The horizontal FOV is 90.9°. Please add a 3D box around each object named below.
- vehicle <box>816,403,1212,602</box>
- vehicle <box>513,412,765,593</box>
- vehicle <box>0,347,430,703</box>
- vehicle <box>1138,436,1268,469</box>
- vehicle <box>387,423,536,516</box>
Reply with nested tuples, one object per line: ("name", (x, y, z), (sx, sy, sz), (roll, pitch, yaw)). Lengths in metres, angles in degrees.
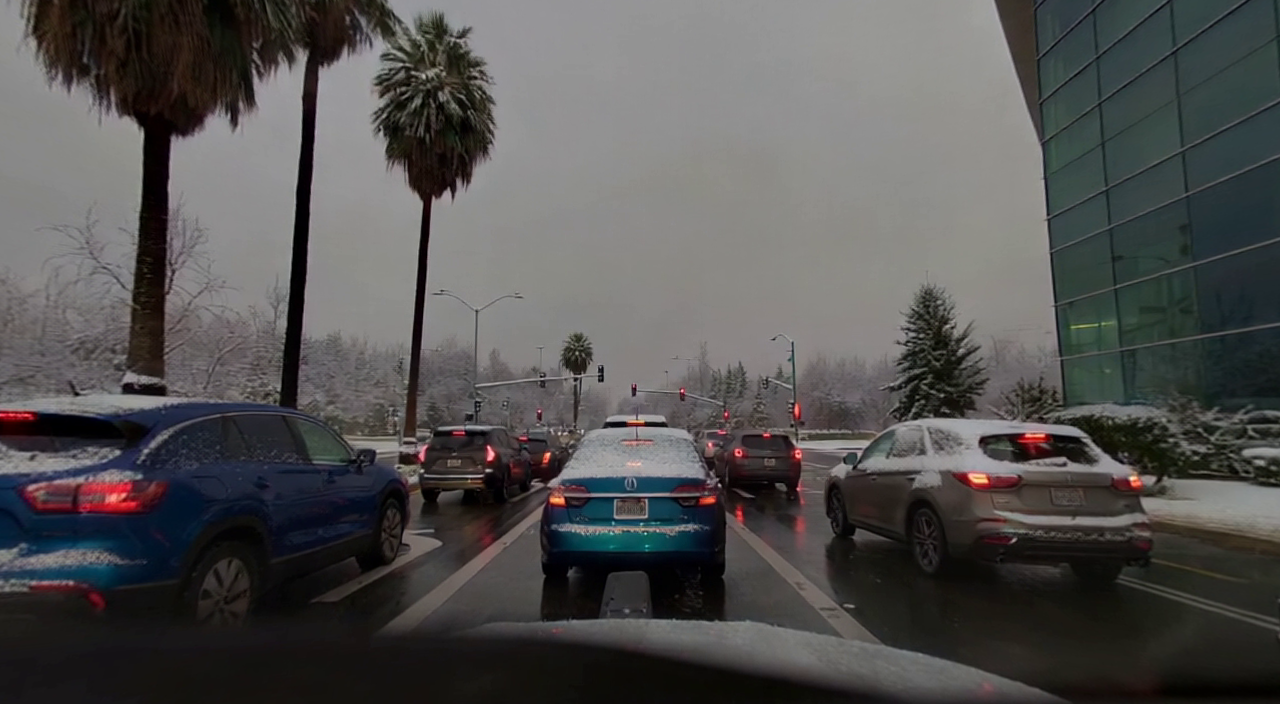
("vehicle", (3.835, 1.617, 7.685), (2.064, 1.696, 4.431), (0, -8, 0))
("vehicle", (-0.053, 1.653, 7.811), (2.219, 1.586, 4.321), (0, -8, -1))
("vehicle", (-3.537, 1.173, 5.362), (2.014, 1.775, 4.404), (0, -8, -1))
("vehicle", (25.470, 4.543, 28.652), (4.014, 1.417, 1.777), (-1, -8, 5))
("vehicle", (-3.469, 2.357, 13.074), (1.917, 1.631, 3.768), (0, -8, 1))
